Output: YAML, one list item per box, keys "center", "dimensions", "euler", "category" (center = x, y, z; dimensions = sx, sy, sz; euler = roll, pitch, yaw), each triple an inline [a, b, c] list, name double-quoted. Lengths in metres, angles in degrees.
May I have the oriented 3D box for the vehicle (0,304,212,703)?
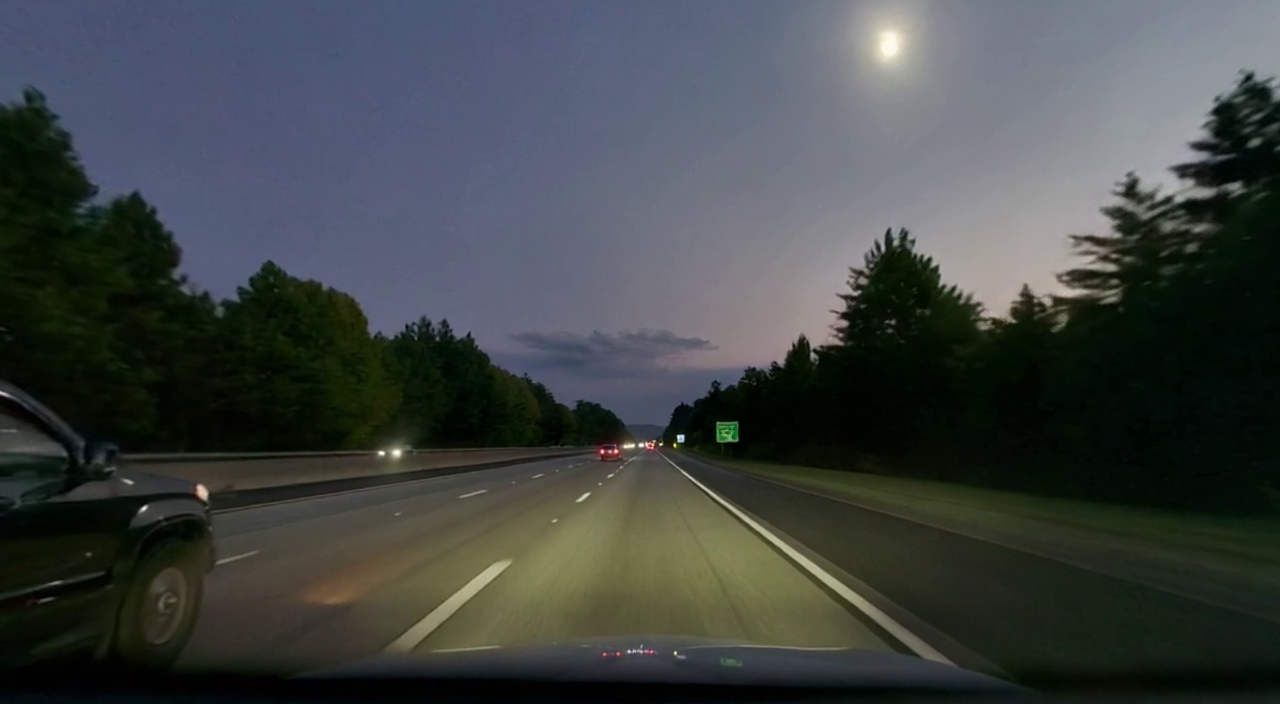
- center: [-4.097, 0.529, 1.099]
  dimensions: [2.316, 1.970, 5.966]
  euler: [0, -8, 2]
  category: "vehicle"
